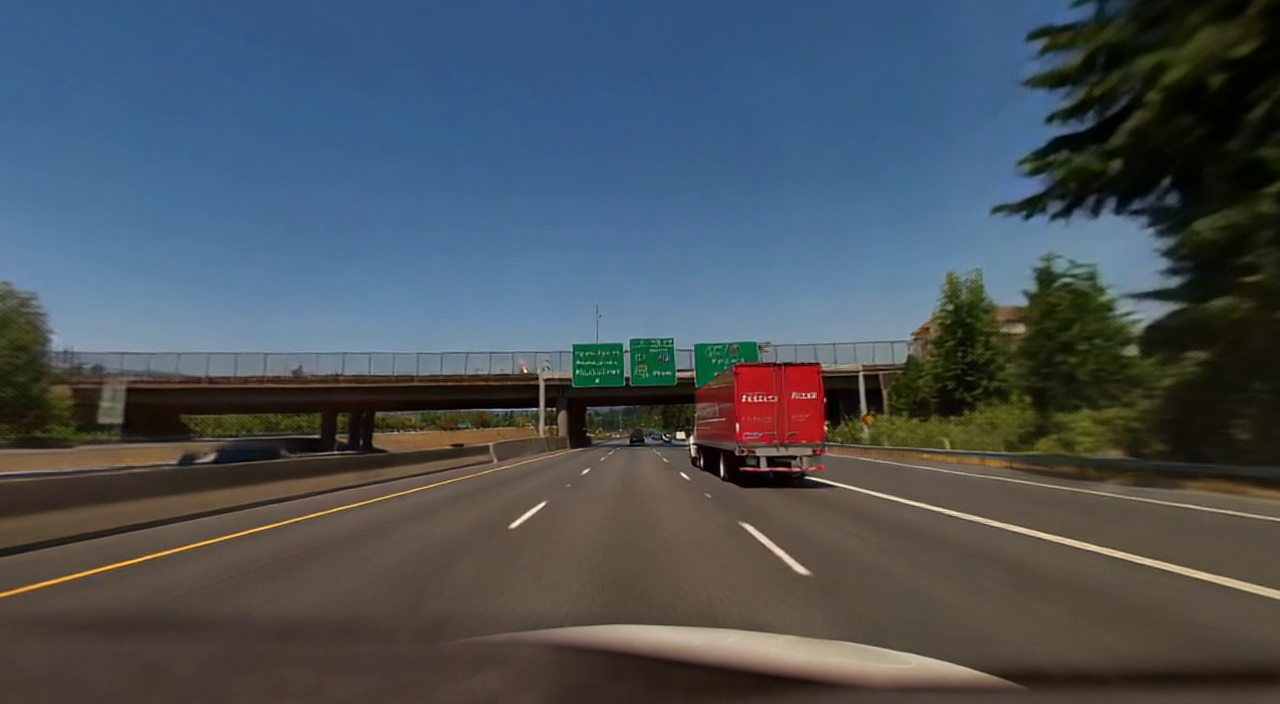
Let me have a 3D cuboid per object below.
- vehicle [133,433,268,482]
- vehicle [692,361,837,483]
[{"bbox_3d":[-16.450,3.928,23.930,1.953,1.661,4.341,0,-8,1],"label":"vehicle"},{"bbox_3d":[3.924,2.658,23.128,2.849,3.391,11.018,0,-8,-1],"label":"vehicle"}]
